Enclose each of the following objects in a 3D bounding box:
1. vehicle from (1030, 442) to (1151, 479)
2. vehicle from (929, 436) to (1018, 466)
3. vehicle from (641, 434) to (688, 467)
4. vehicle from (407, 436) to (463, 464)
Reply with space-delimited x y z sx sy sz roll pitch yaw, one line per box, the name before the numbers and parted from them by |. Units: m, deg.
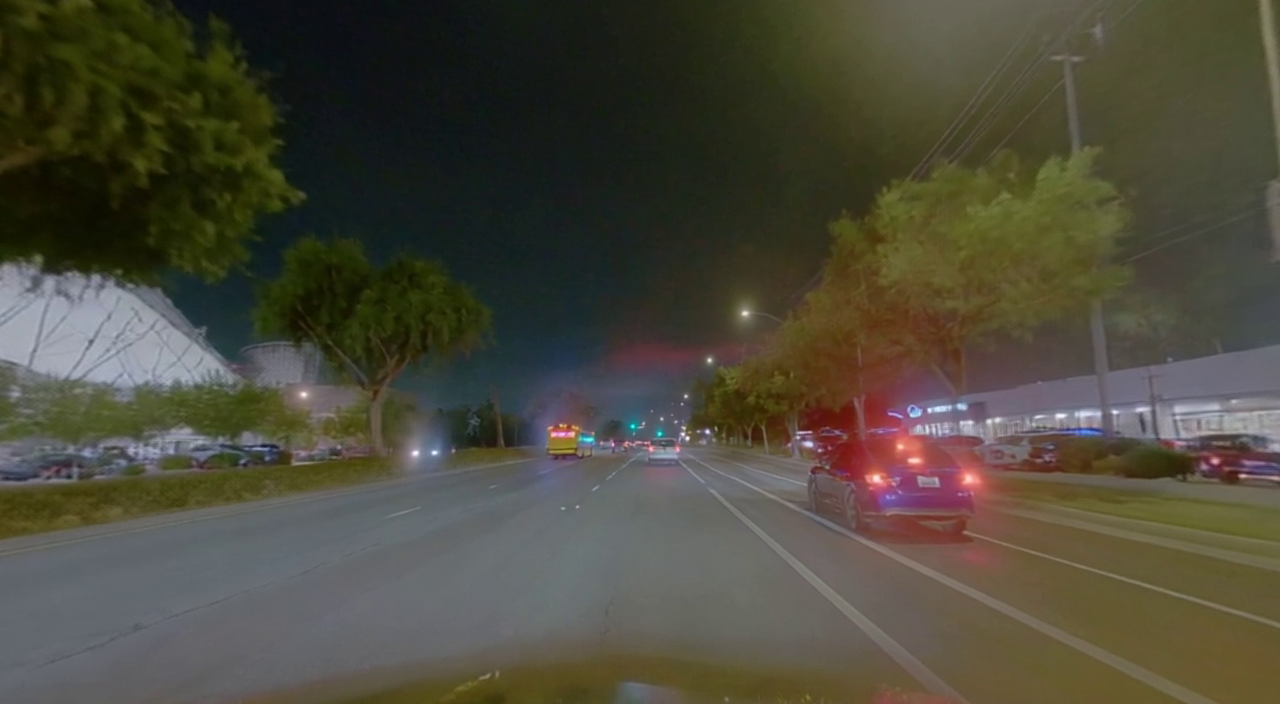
vehicle | 19.198 4.625 27.190 1.849 1.466 4.831 -1 -9 3
vehicle | 19.694 5.882 37.633 2.229 1.661 5.991 0 -9 2
vehicle | 1.143 4.885 31.284 2.123 1.498 4.226 0 -9 0
vehicle | -13.735 6.619 42.611 2.126 1.742 4.517 0 -9 2
